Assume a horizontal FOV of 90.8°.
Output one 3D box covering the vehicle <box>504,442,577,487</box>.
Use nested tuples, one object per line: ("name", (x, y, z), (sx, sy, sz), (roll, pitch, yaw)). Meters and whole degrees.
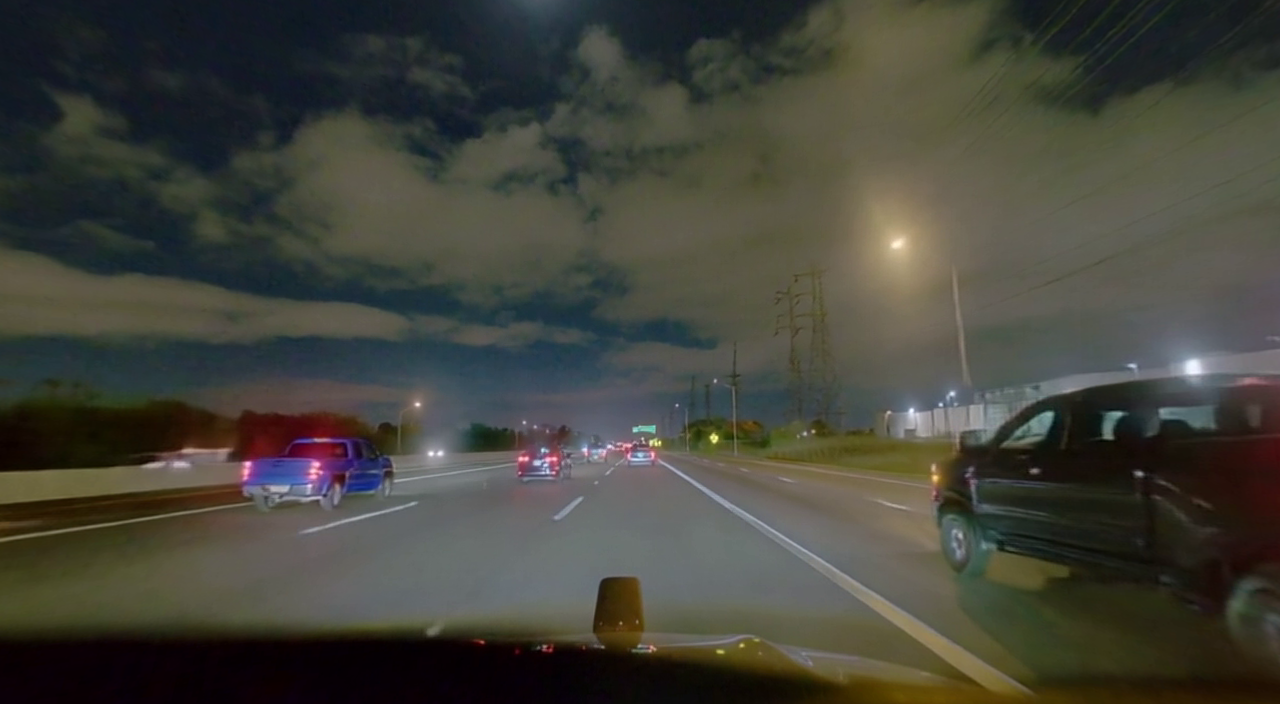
("vehicle", (-3.518, 4.041, 23.054), (1.938, 1.444, 4.206), (0, -8, 0))

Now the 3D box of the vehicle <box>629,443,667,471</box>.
("vehicle", (0.447, 5.902, 35.705), (2.030, 1.471, 4.115), (0, -8, 0))

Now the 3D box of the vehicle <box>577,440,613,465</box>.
("vehicle", (-3.239, 7.320, 46.250), (2.244, 1.752, 4.439), (0, -8, 0))

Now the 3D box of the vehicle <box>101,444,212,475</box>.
("vehicle", (-30.005, 6.662, 39.532), (2.281, 1.762, 5.839), (0, -9, 0))

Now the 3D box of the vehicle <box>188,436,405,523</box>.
("vehicle", (-6.911, 2.593, 13.481), (1.959, 1.496, 4.740), (0, -8, 0))

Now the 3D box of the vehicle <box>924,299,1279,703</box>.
("vehicle", (4.014, 0.848, 3.693), (2.231, 1.919, 5.086), (0, -8, -1))
